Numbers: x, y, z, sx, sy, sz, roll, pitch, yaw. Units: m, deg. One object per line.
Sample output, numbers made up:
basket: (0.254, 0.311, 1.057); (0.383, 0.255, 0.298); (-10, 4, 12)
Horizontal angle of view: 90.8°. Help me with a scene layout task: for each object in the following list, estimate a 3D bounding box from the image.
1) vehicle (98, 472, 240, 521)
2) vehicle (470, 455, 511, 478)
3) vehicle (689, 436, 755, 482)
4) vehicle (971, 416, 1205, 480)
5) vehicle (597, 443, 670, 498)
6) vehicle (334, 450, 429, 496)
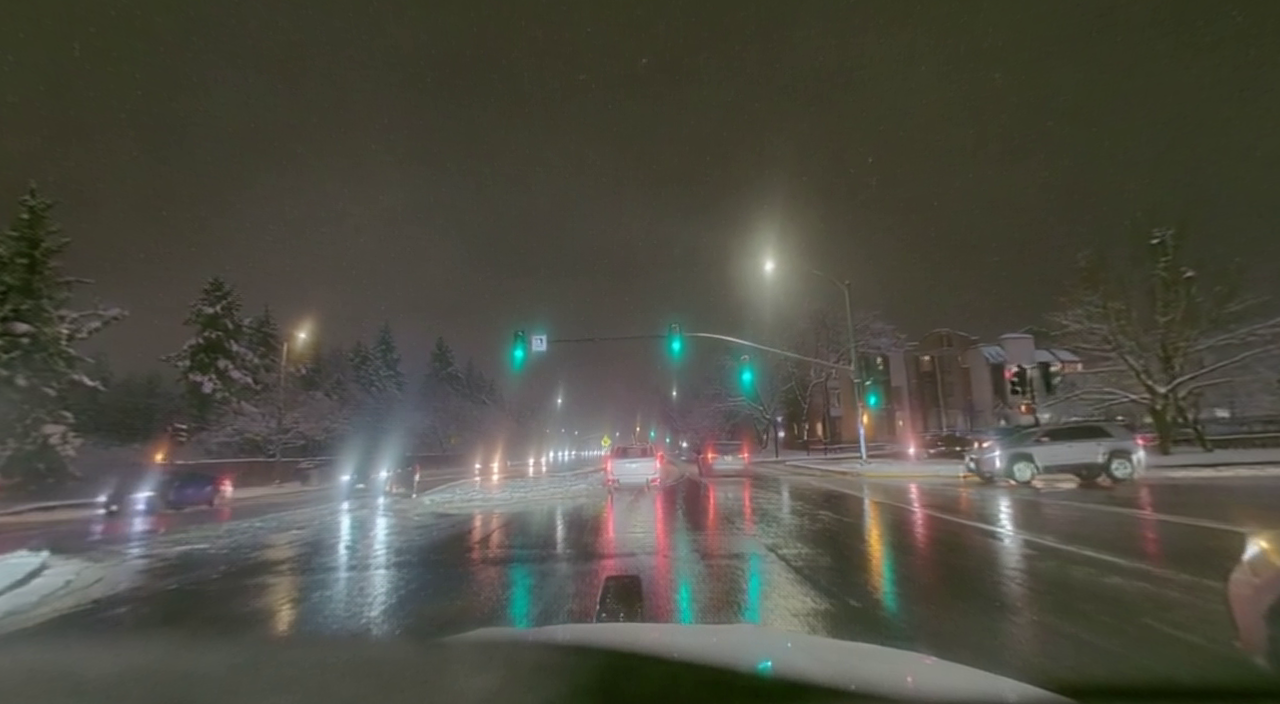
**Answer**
vehicle: (-16.971, 5.197, 23.106); (1.957, 1.444, 4.306); (0, -9, -2)
vehicle: (-10.757, 8.263, 45.717); (1.808, 1.512, 4.447); (0, -9, 1)
vehicle: (3.364, 4.479, 26.745); (2.107, 1.773, 4.557); (0, -9, -1)
vehicle: (15.209, 3.333, 21.948); (6.013, 2.030, 2.461); (-2, -9, 12)
vehicle: (-0.192, 3.589, 19.493); (2.034, 1.500, 3.966); (0, -9, 0)
vehicle: (-11.056, 5.176, 27.432); (2.102, 1.758, 4.532); (0, -9, 1)
